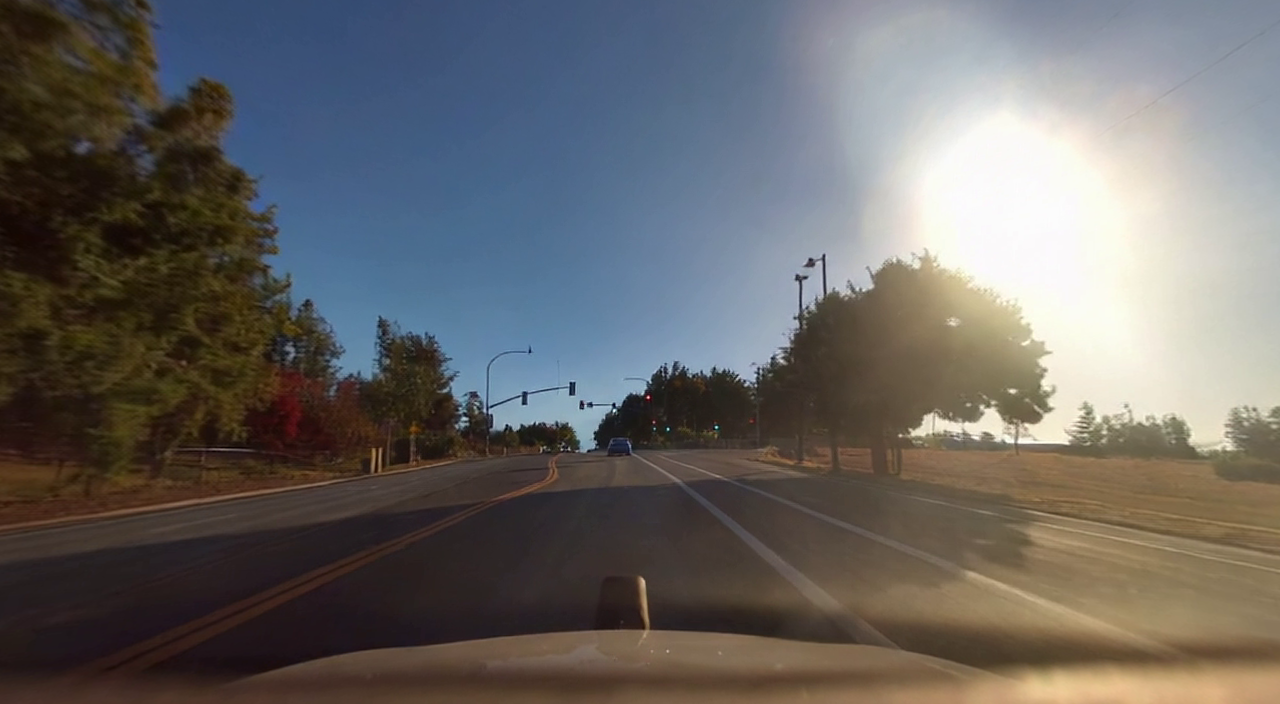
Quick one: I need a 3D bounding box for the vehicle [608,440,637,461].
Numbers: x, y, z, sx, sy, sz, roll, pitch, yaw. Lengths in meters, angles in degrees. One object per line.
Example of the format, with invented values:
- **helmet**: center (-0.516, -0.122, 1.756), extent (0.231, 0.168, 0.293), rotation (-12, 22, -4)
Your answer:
- **vehicle**: center (-1.401, 7.435, 48.019), extent (2.042, 1.489, 3.963), rotation (0, -8, -4)
